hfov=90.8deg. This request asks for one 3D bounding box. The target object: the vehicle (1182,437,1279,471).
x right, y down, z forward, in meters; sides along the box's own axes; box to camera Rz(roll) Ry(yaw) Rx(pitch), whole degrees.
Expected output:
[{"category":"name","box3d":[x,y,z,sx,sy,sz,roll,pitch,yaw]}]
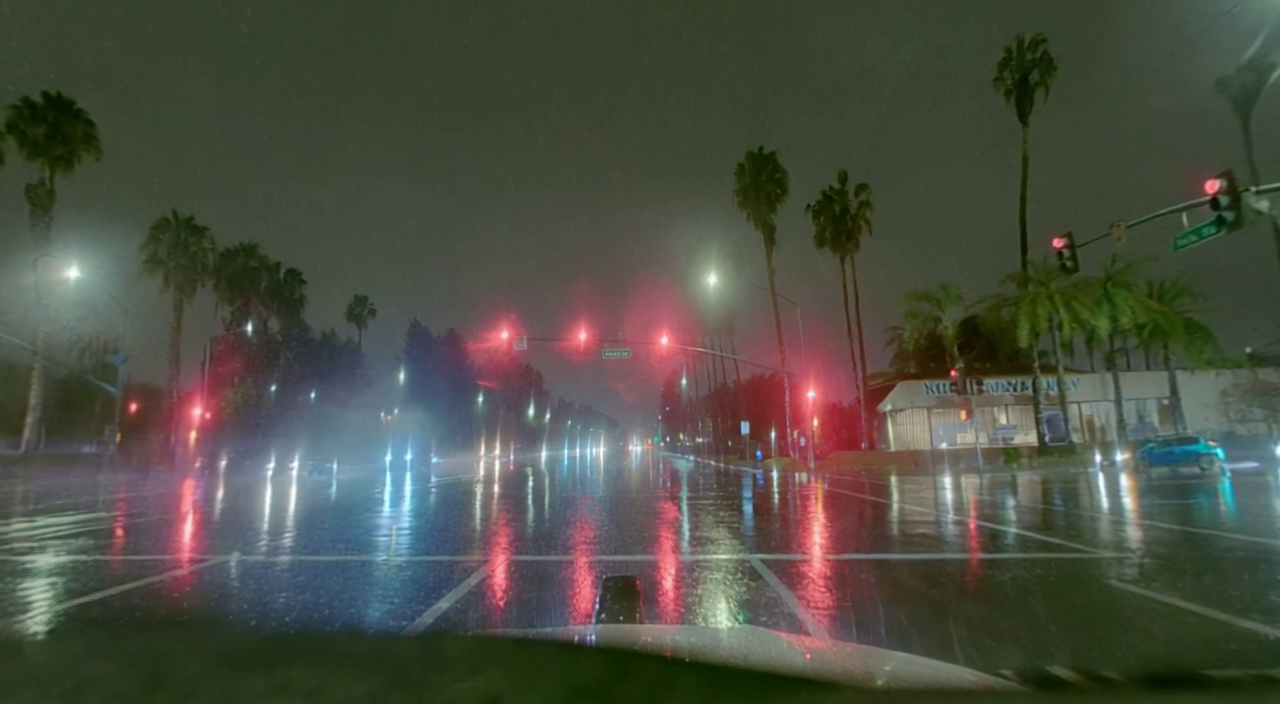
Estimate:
[{"category":"vehicle","box3d":[27.404,4.597,28.489,4.625,1.451,1.801,1,-9,-9]}]

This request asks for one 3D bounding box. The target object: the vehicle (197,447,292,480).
[{"category":"vehicle","box3d":[-21.169,5.971,34.093,2.107,1.642,4.561,0,-9,1]}]

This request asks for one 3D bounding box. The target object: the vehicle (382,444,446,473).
[{"category":"vehicle","box3d":[-13.782,6.519,38.931,2.074,1.671,4.755,0,-9,2]}]

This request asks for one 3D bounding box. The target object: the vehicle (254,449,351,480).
[{"category":"vehicle","box3d":[-17.510,5.833,33.131,2.221,1.449,5.092,0,-9,1]}]

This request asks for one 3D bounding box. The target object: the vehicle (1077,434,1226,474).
[{"category":"vehicle","box3d":[22.243,4.444,27.635,4.533,1.676,2.236,0,-9,-1]}]

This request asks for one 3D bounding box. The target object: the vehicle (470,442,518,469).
[{"category":"vehicle","box3d":[-9.702,6.900,42.393,2.074,1.681,4.417,0,-9,1]}]
